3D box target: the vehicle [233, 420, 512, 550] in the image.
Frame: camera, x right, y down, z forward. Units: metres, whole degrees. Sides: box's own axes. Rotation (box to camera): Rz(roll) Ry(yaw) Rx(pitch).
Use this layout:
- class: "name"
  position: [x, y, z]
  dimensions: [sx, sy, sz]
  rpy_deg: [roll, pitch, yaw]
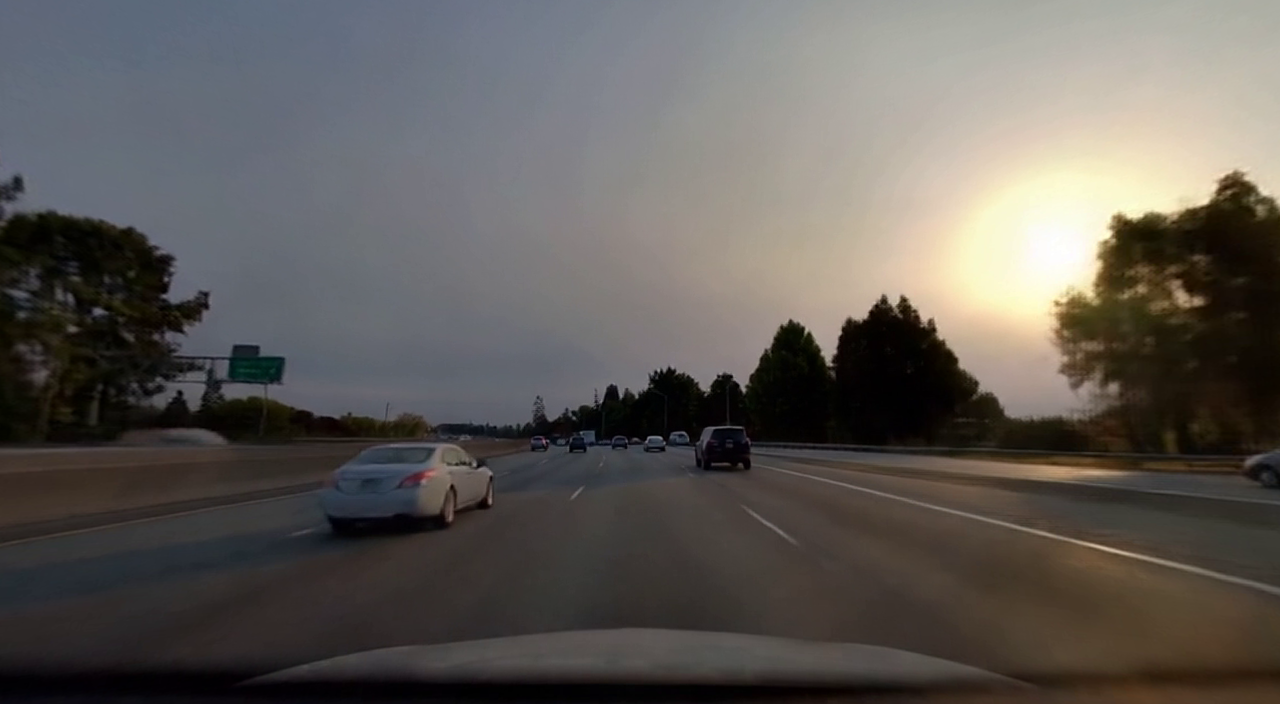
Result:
- class: "vehicle"
  position: [-3.590, 1.881, 9.762]
  dimensions: [2.183, 1.486, 4.848]
  rpy_deg: [0, -8, 0]

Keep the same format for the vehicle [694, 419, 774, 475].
- class: "vehicle"
  position: [3.229, 3.396, 22.652]
  dimensions: [2.043, 1.795, 4.347]
  rpy_deg: [0, -8, -2]
